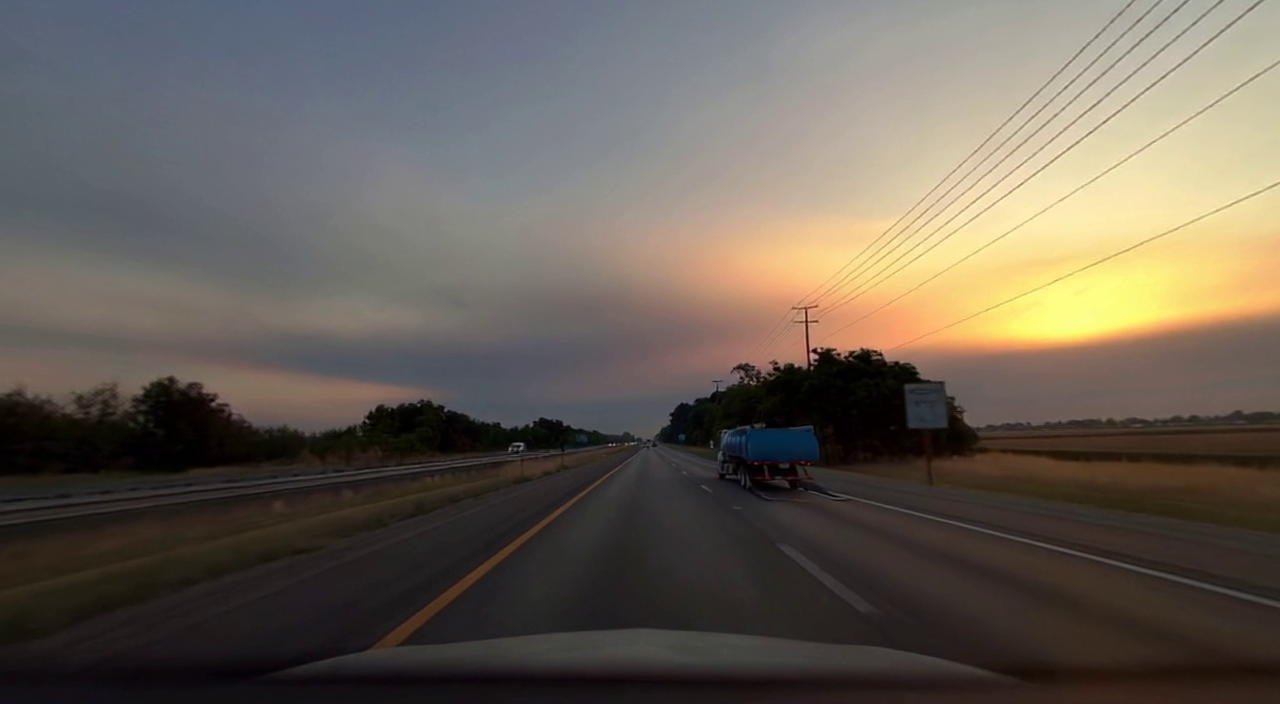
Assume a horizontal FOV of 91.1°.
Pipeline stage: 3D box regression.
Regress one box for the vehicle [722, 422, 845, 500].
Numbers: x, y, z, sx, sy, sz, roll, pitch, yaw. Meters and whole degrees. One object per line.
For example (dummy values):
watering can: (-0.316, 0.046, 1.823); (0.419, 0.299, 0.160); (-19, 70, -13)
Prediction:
vehicle: (3.787, 3.009, 17.815); (2.228, 1.852, 5.449); (0, -8, 0)
